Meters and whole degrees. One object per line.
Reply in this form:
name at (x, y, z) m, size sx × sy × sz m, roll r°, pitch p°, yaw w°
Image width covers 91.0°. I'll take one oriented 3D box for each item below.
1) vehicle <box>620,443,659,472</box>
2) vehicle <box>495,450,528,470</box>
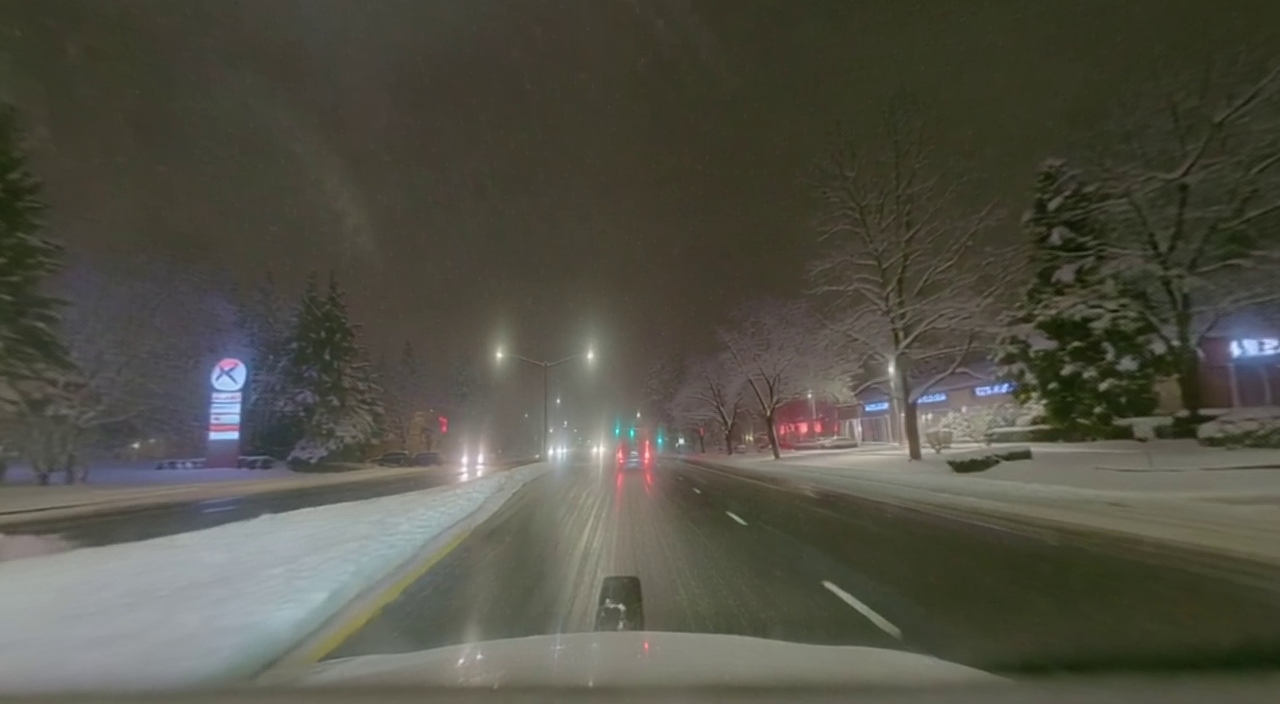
vehicle at (-0.091, 5.684, 34.030) m, size 1.998 × 1.452 × 3.773 m, roll 0°, pitch -8°, yaw -2°
vehicle at (-10.049, 8.452, 49.535) m, size 1.795 × 1.426 × 4.216 m, roll 0°, pitch -8°, yaw 0°
